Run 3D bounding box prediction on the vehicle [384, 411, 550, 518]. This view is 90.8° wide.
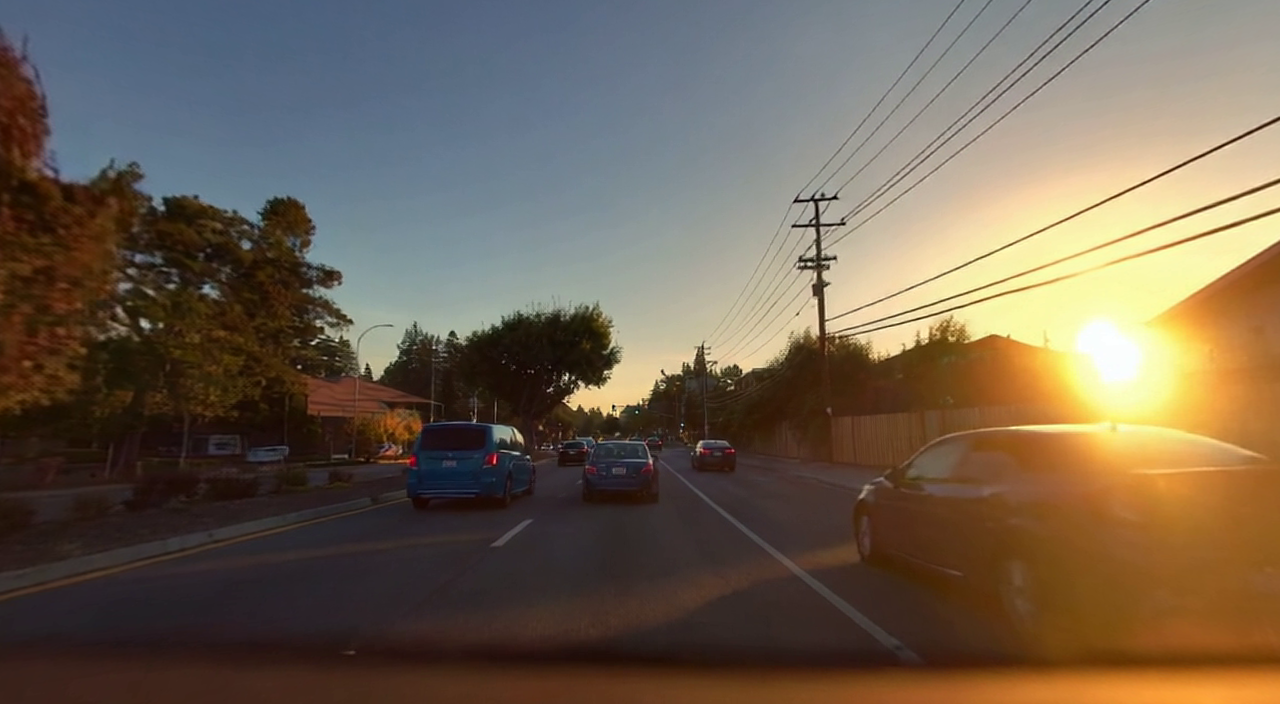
[{"bbox_3d":[-3.356,2.316,13.422,2.092,1.839,4.736,0,-9,1],"label":"vehicle"}]

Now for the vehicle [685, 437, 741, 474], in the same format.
[{"bbox_3d":[3.168,4.614,28.356,1.878,1.479,4.461,0,-9,-2],"label":"vehicle"}]

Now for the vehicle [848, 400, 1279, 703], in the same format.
[{"bbox_3d":[3.210,1.273,4.885,1.880,1.521,3.724,0,-9,-1],"label":"vehicle"}]

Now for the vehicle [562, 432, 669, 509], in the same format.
[{"bbox_3d":[-0.473,2.627,14.430,2.097,1.511,3.809,0,-9,0],"label":"vehicle"}]
